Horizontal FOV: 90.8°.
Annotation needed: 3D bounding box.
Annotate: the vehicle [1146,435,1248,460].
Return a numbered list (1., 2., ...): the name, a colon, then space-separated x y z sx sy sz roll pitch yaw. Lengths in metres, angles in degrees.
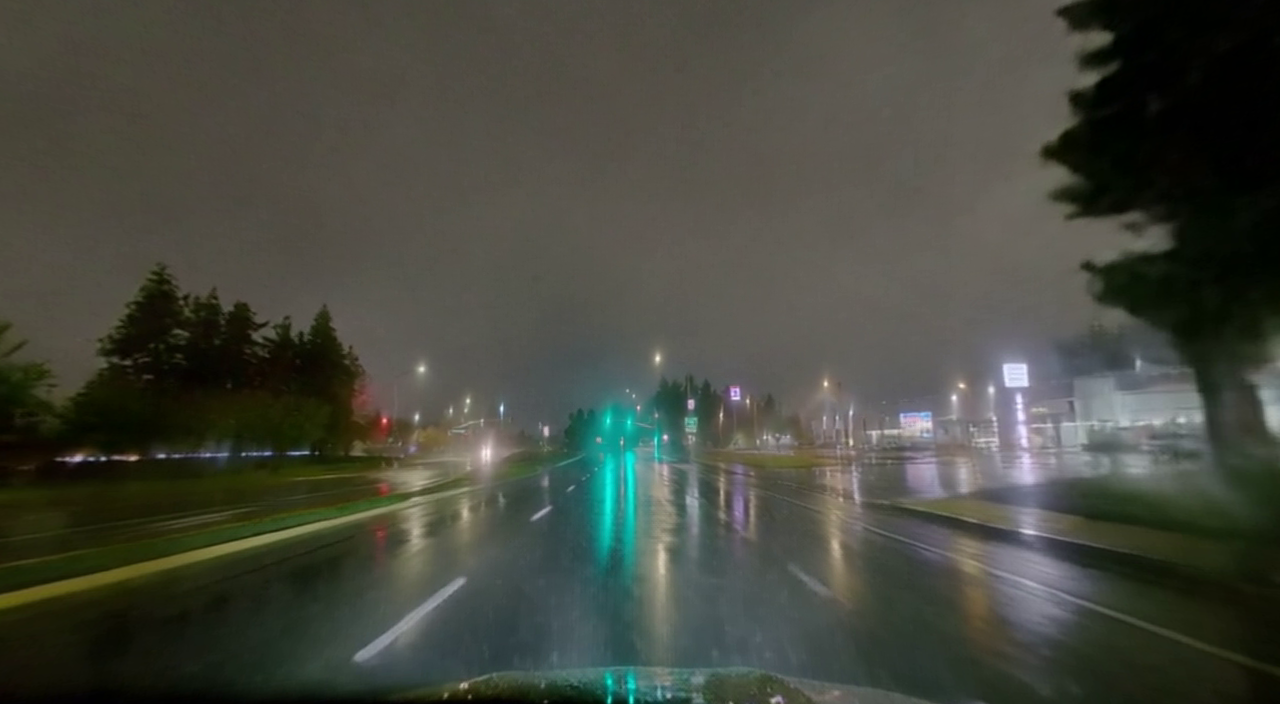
1. vehicle: 32.926 5.650 37.440 4.210 1.450 1.885 0 -8 1
